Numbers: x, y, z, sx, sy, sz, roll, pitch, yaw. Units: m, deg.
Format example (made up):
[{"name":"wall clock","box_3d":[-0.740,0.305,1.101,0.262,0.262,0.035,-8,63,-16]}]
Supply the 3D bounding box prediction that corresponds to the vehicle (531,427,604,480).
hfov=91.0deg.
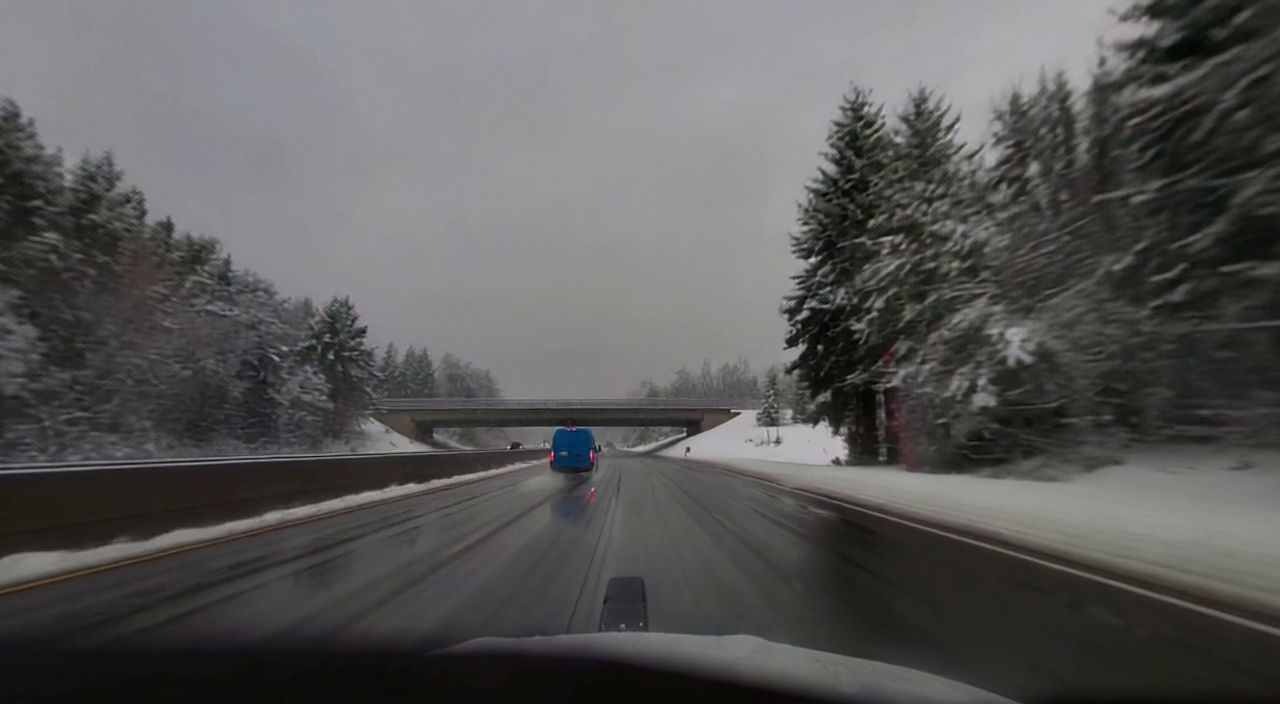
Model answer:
[{"name":"vehicle","box_3d":[-2.753,4.023,25.228,2.372,1.891,5.061,0,-8,0]}]
